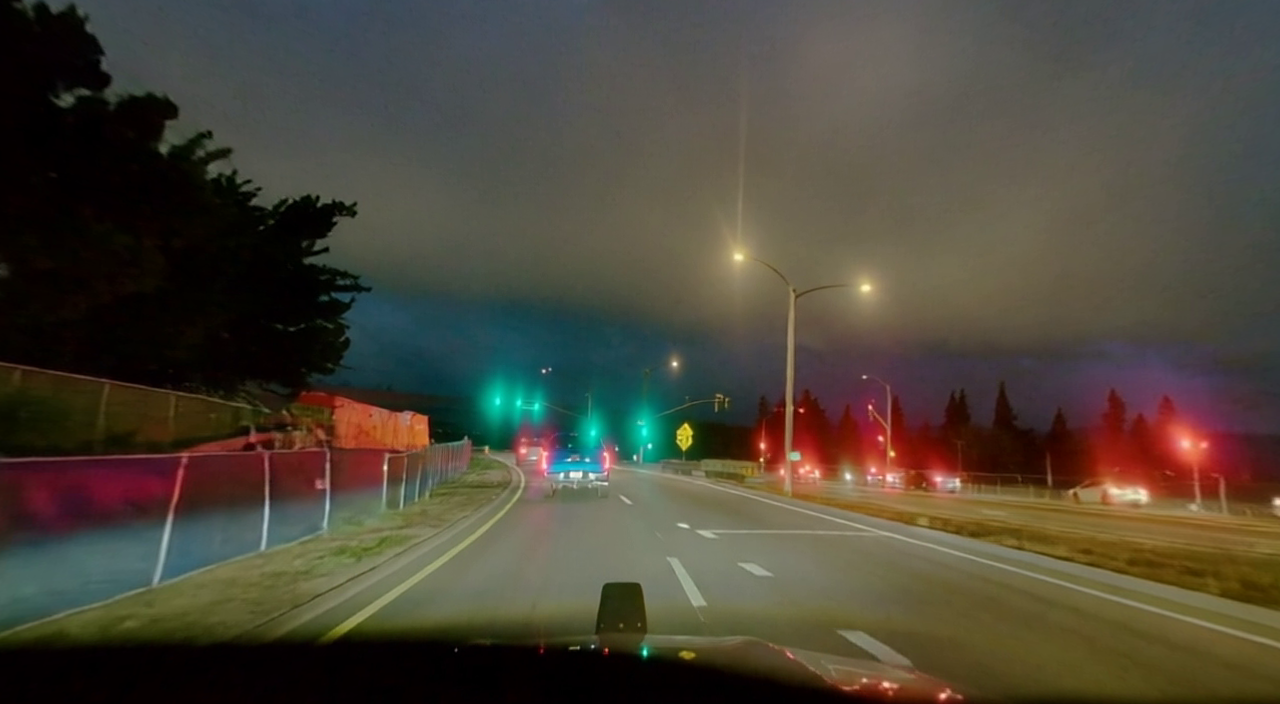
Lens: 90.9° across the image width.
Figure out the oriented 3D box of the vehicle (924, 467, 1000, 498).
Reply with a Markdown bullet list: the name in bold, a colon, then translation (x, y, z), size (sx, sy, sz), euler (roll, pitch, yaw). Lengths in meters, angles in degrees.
- **vehicle**: translation (20.484, 8.283, 40.356), size (1.841, 1.673, 4.470), euler (1, -9, -11)

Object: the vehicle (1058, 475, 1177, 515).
- **vehicle**: translation (22.510, 6.727, 29.967), size (1.805, 1.494, 4.362), euler (1, -9, -10)

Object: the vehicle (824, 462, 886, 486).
- **vehicle**: translation (15.255, 8.675, 45.012), size (1.884, 1.622, 4.485), euler (3, -10, -16)

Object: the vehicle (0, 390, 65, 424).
- **vehicle**: translation (-35.482, 3.296, 36.882), size (1.907, 1.637, 5.187), euler (8, -12, -34)

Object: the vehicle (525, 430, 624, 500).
- **vehicle**: translation (-1.885, 3.202, 18.308), size (2.436, 1.698, 5.322), euler (1, -9, -6)

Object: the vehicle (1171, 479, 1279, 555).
- **vehicle**: translation (14.910, 3.711, 14.033), size (1.838, 1.494, 4.553), euler (1, -9, -8)
